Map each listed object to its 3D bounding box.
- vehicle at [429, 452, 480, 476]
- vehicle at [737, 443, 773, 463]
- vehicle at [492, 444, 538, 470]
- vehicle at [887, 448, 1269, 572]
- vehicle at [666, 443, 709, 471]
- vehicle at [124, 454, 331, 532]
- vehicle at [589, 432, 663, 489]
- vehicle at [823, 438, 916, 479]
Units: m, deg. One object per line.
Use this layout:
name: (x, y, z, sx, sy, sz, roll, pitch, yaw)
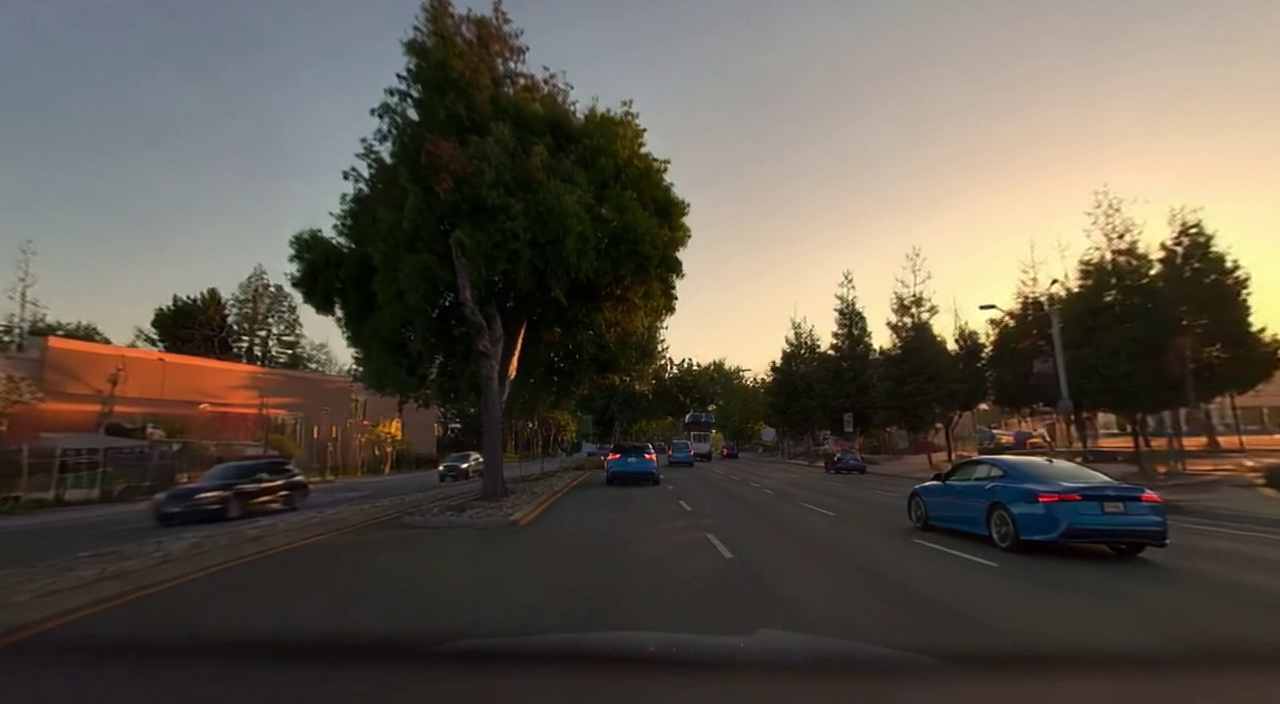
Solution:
vehicle: (-12.610, 7.622, 43.204, 1.978, 1.499, 4.779, 0, -9, 1)
vehicle: (9.022, 7.964, 49.802, 1.919, 1.506, 4.442, 0, -9, -1)
vehicle: (-9.374, 7.900, 47.727, 2.356, 1.885, 4.920, -1, -9, 1)
vehicle: (5.574, 2.033, 8.990, 2.258, 1.294, 4.312, 0, -9, -2)
vehicle: (2.611, 5.933, 36.001, 2.078, 1.471, 4.142, 0, -9, -1)
vehicle: (-9.638, 3.278, 15.330, 1.989, 1.542, 4.435, 0, -9, 1)
vehicle: (-0.478, 3.681, 21.702, 2.266, 1.762, 4.131, 0, -9, -1)
vehicle: (9.036, 4.225, 25.325, 2.045, 1.484, 4.342, 0, -9, -1)
